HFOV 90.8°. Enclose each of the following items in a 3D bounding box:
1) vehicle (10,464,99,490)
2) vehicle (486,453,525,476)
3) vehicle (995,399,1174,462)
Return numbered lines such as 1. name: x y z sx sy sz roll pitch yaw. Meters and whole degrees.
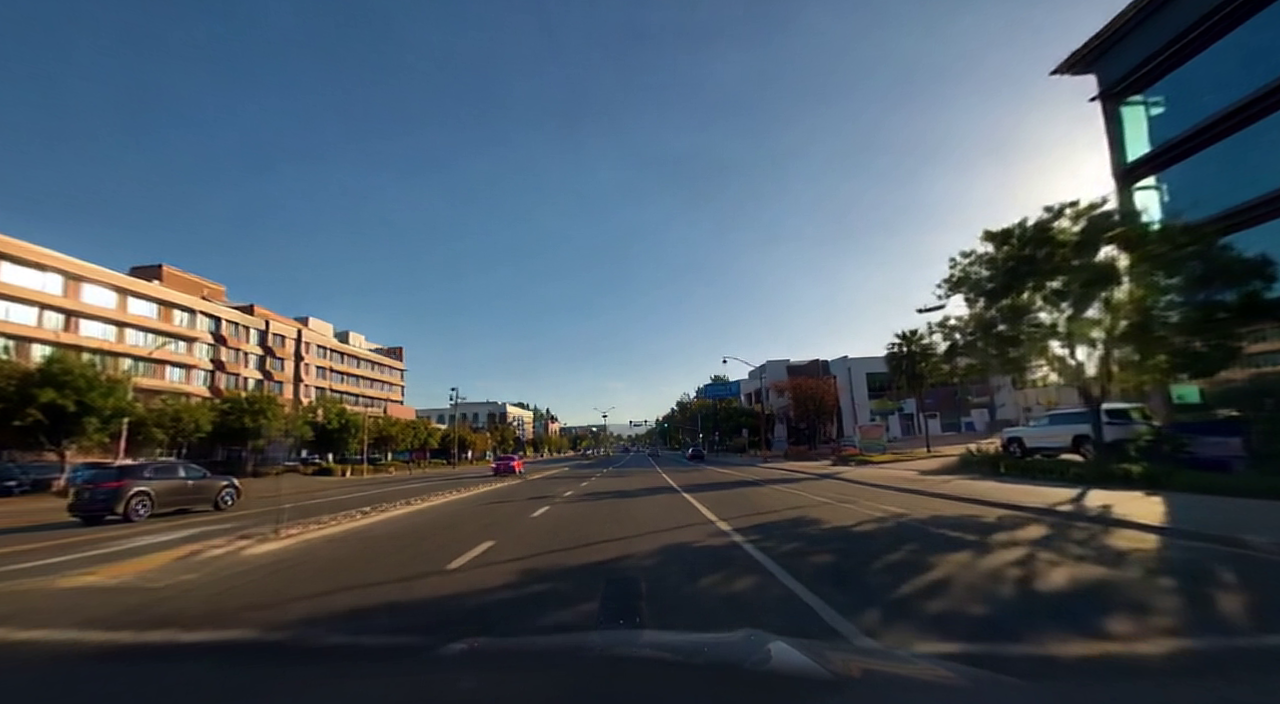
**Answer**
1. vehicle: -41.479 8.829 44.817 4.377 1.711 1.930 0 -8 1
2. vehicle: -9.776 8.188 46.246 1.893 1.525 4.237 0 -8 1
3. vehicle: 16.651 3.056 24.250 2.228 2.098 5.872 0 -8 -4
